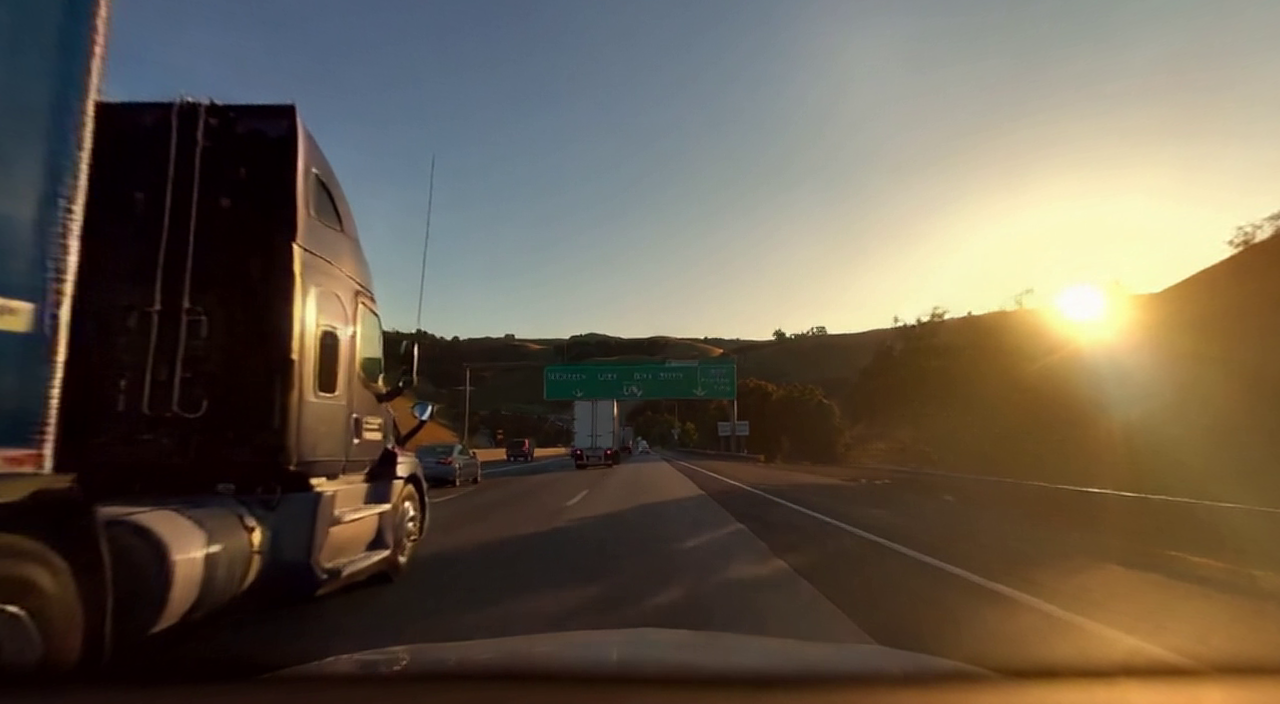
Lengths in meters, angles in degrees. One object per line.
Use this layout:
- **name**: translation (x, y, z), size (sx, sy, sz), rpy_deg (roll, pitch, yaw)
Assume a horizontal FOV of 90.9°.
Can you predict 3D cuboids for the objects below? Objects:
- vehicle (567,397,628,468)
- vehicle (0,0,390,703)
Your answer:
- **vehicle**: translation (-2.787, 6.118, 47.168), size (3.202, 4.352, 16.251), rpy_deg (-1, -8, 1)
- **vehicle**: translation (-3.289, -0.305, 0.567), size (2.958, 4.002, 7.575), rpy_deg (0, -8, 0)
